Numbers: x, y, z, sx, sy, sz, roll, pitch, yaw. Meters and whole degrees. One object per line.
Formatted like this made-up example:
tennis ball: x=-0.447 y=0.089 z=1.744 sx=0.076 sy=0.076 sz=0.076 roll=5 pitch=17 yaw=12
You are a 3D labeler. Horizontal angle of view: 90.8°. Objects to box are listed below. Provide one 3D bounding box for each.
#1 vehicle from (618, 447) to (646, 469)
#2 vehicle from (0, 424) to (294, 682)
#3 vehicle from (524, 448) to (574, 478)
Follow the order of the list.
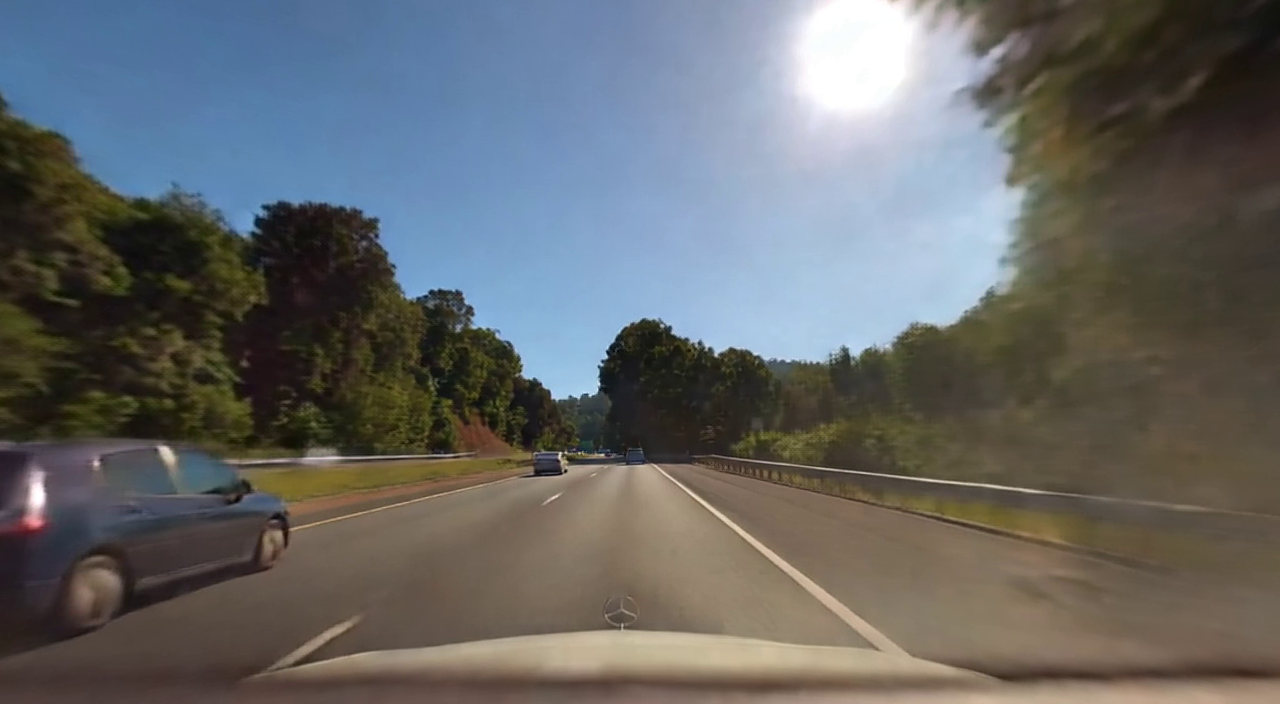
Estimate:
vehicle: x=-0.694 y=8.214 z=49.076 sx=2.070 sy=1.603 sz=4.806 roll=0 pitch=-9 yaw=-2
vehicle: x=-4.701 y=1.328 z=4.657 sx=1.838 sy=1.508 sz=4.317 roll=0 pitch=-9 yaw=0
vehicle: x=-4.768 y=5.850 z=33.614 sx=2.052 sy=1.468 sz=4.390 roll=0 pitch=-9 yaw=0
